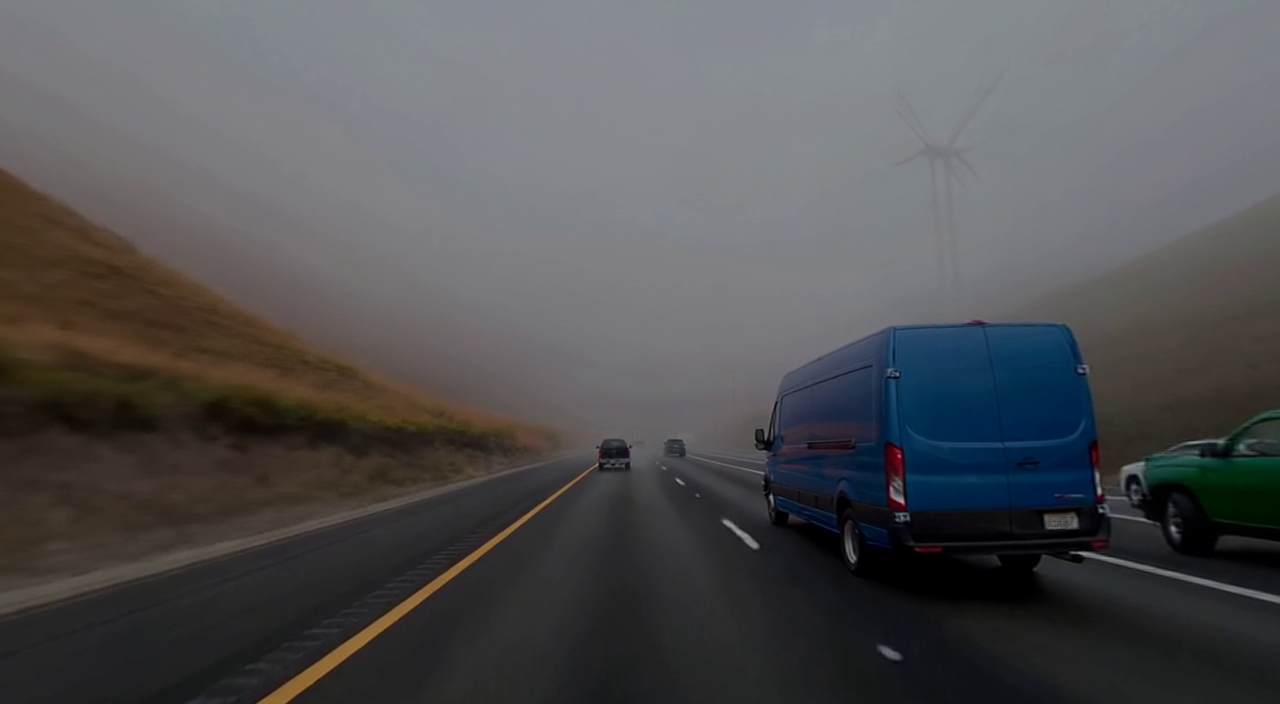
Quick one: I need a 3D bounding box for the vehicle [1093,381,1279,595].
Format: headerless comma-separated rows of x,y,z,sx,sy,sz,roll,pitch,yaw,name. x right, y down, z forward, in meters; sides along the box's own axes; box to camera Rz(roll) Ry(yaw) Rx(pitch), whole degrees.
6.594,1.068,4.694,2.070,1.833,5.811,0,-8,-1,vehicle

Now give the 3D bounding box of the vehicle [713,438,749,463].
6.407,6.991,45.083,1.864,1.689,4.206,0,-8,-1,vehicle

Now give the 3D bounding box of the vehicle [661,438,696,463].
2.739,7.072,45.550,2.108,1.717,3.996,0,-8,-2,vehicle

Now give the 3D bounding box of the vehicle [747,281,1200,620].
3.033,1.143,7.801,2.365,2.630,5.754,0,-8,0,vehicle

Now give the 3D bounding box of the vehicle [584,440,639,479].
-1.079,4.309,25.634,2.082,1.445,3.826,0,-8,0,vehicle
